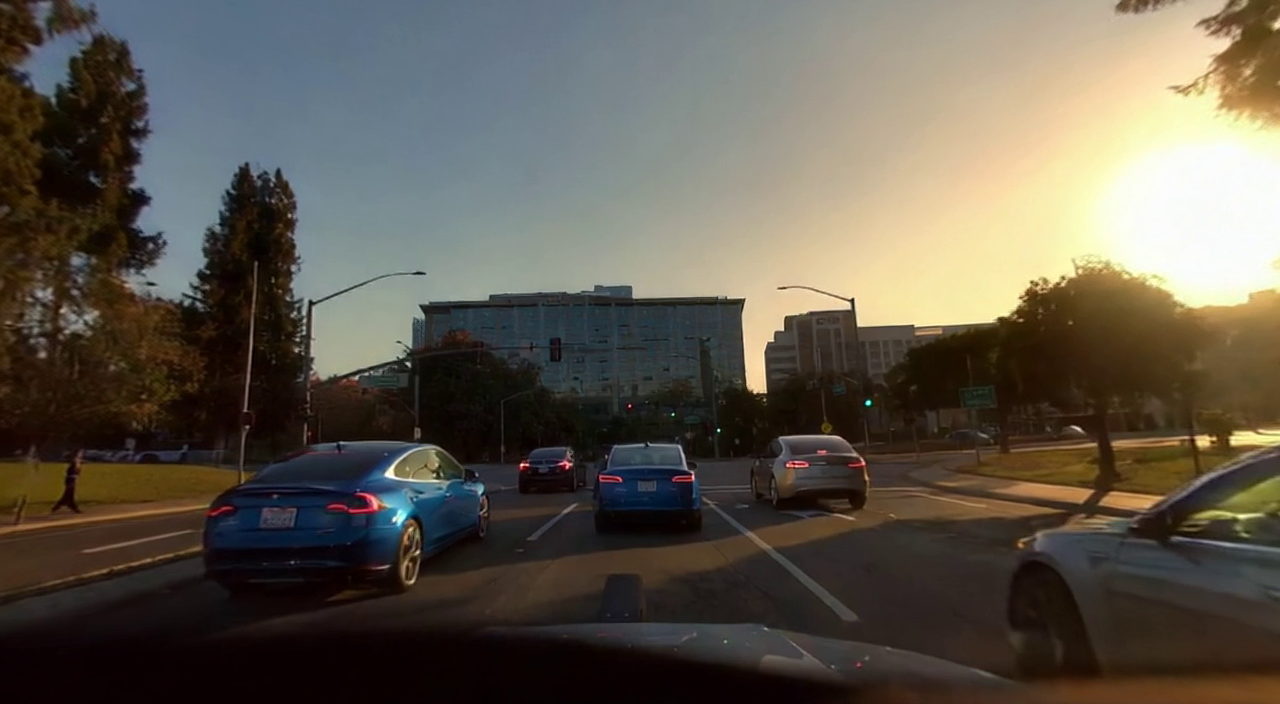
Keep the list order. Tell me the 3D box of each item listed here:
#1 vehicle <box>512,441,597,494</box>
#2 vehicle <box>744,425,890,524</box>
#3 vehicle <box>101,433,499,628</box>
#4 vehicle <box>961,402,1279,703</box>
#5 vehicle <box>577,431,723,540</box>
[{"bbox_3d":[-2.707,3.773,20.981,2.089,1.537,4.073,-1,-9,2],"label":"vehicle"},{"bbox_3d":[3.495,2.490,13.328,1.938,1.732,4.006,1,-8,0],"label":"vehicle"},{"bbox_3d":[-3.133,1.711,7.135,2.015,1.478,4.407,0,-8,0],"label":"vehicle"},{"bbox_3d":[3.322,0.934,2.208,1.951,1.522,4.614,0,-8,0],"label":"vehicle"},{"bbox_3d":[0.137,2.286,11.436,2.144,1.563,4.218,0,-8,0],"label":"vehicle"}]
